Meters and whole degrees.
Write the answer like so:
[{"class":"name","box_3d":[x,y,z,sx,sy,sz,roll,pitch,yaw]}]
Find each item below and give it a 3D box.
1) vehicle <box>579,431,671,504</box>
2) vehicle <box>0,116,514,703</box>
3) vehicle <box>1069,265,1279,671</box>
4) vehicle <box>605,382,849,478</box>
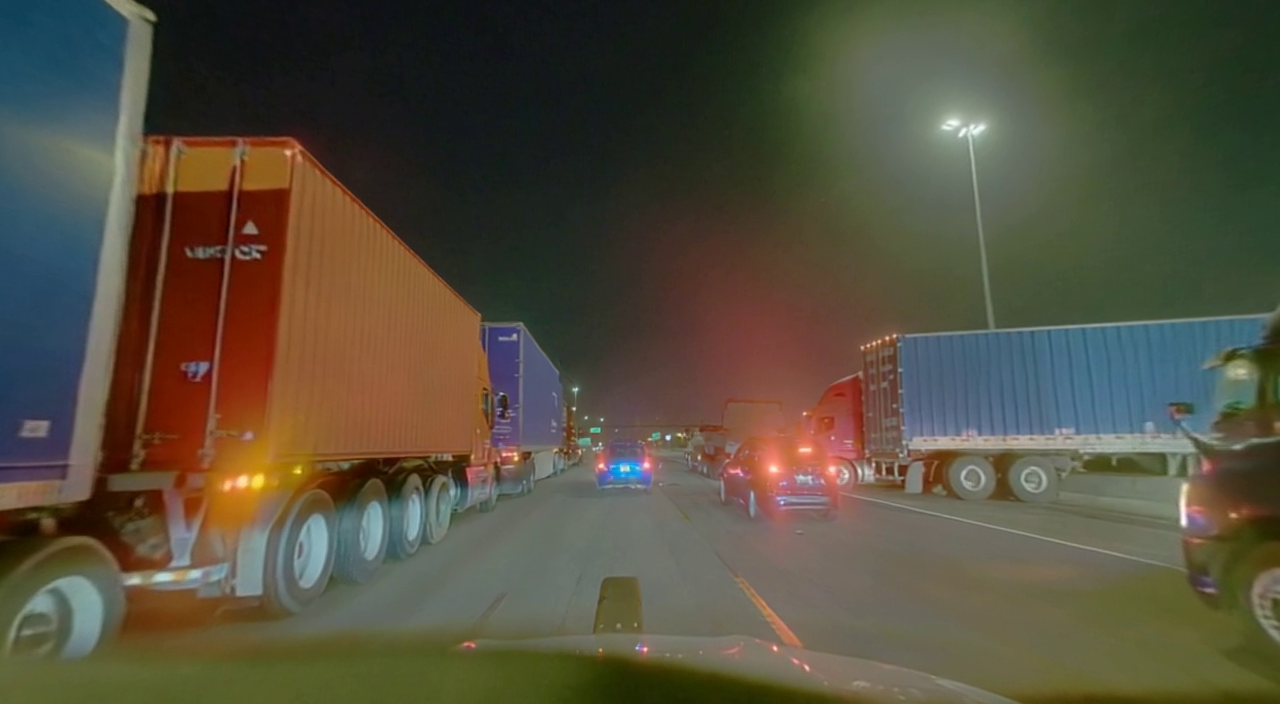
[{"class":"vehicle","box_3d":[-0.383,3.019,16.734,2.140,1.682,3.971,0,-9,-1]},{"class":"vehicle","box_3d":[-3.996,0.978,8.242,2.986,3.391,9.523,0,-9,-2]},{"class":"vehicle","box_3d":[5.211,0.463,2.312,2.570,2.439,6.392,0,-9,-1]},{"class":"vehicle","box_3d":[3.675,4.140,33.353,2.877,4.124,14.516,3,-8,-40]}]
